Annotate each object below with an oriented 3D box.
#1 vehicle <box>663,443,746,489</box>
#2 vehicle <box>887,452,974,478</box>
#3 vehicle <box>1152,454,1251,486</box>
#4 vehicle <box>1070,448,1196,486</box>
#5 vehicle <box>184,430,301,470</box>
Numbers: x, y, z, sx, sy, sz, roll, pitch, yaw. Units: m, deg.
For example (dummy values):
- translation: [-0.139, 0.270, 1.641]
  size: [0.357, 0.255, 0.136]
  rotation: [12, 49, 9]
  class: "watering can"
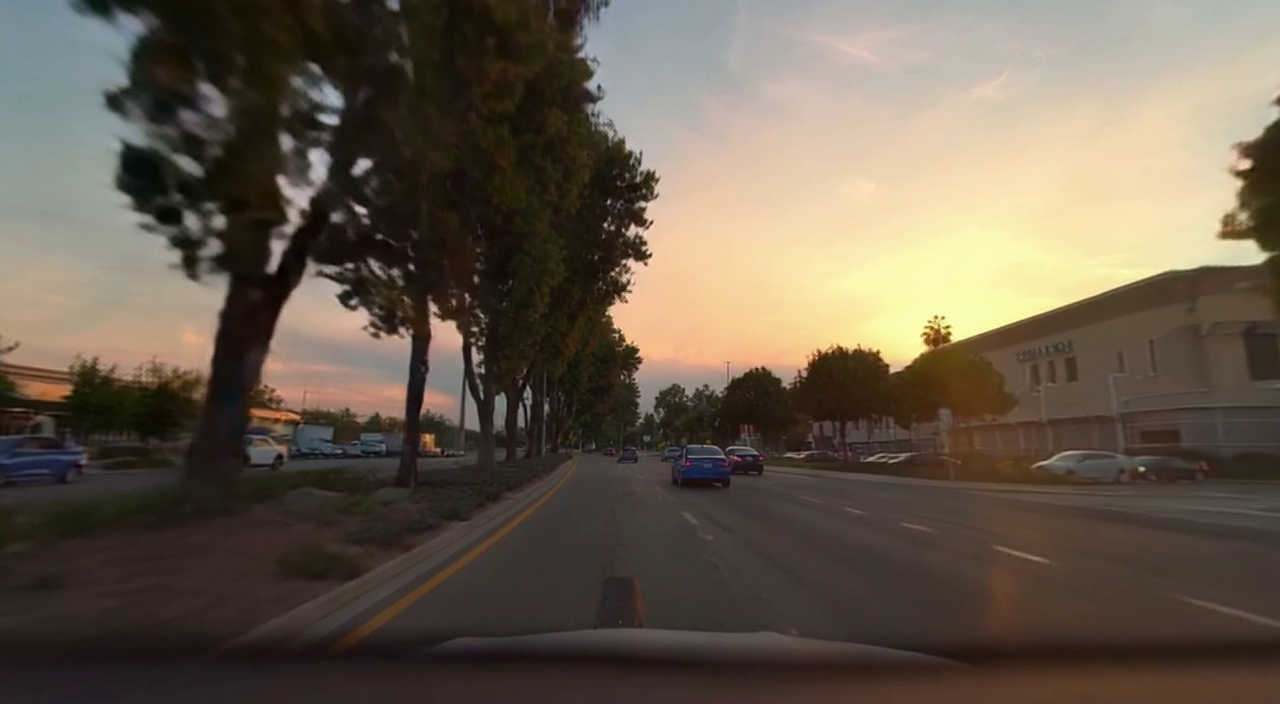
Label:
- translation: [2.142, 3.971, 22.279]
  size: [2.256, 1.451, 4.313]
  rotation: [1, -8, -4]
  class: "vehicle"
- translation: [18.004, 6.988, 39.085]
  size: [4.646, 1.479, 2.070]
  rotation: [3, -9, -17]
  class: "vehicle"
- translation: [33.862, 7.078, 37.974]
  size: [4.858, 1.806, 2.124]
  rotation: [3, -9, -17]
  class: "vehicle"
- translation: [21.481, 5.009, 27.476]
  size: [4.424, 1.531, 2.008]
  rotation: [3, -9, -16]
  class: "vehicle"
- translation: [-23.258, 5.796, 37.297]
  size: [2.593, 2.075, 6.841]
  rotation: [1, -9, -2]
  class: "vehicle"
